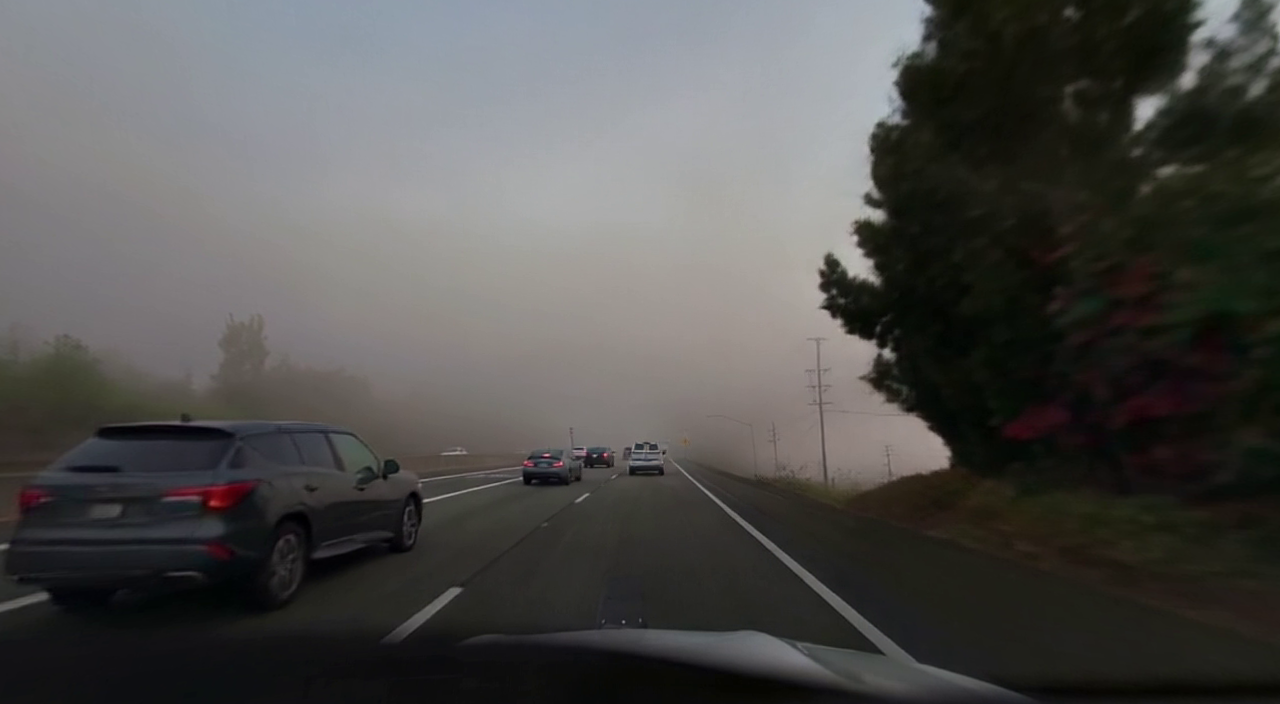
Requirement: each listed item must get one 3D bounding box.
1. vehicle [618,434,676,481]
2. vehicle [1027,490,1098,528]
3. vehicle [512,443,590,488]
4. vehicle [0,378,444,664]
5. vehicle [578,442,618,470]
[{"bbox_3d":[0.310,4.536,27.364,2.319,1.813,4.274,0,-8,1],"label":"vehicle"},{"bbox_3d":[30.444,11.286,45.682,2.164,2.048,5.656,-2,-9,11],"label":"vehicle"},{"bbox_3d":[-3.130,4.079,23.095,2.092,1.464,4.466,0,-8,2],"label":"vehicle"},{"bbox_3d":[-3.760,1.375,6.228,2.104,1.754,4.515,0,-8,1],"label":"vehicle"},{"bbox_3d":[-2.677,6.755,41.067,2.051,1.695,4.731,-1,-8,3],"label":"vehicle"}]
